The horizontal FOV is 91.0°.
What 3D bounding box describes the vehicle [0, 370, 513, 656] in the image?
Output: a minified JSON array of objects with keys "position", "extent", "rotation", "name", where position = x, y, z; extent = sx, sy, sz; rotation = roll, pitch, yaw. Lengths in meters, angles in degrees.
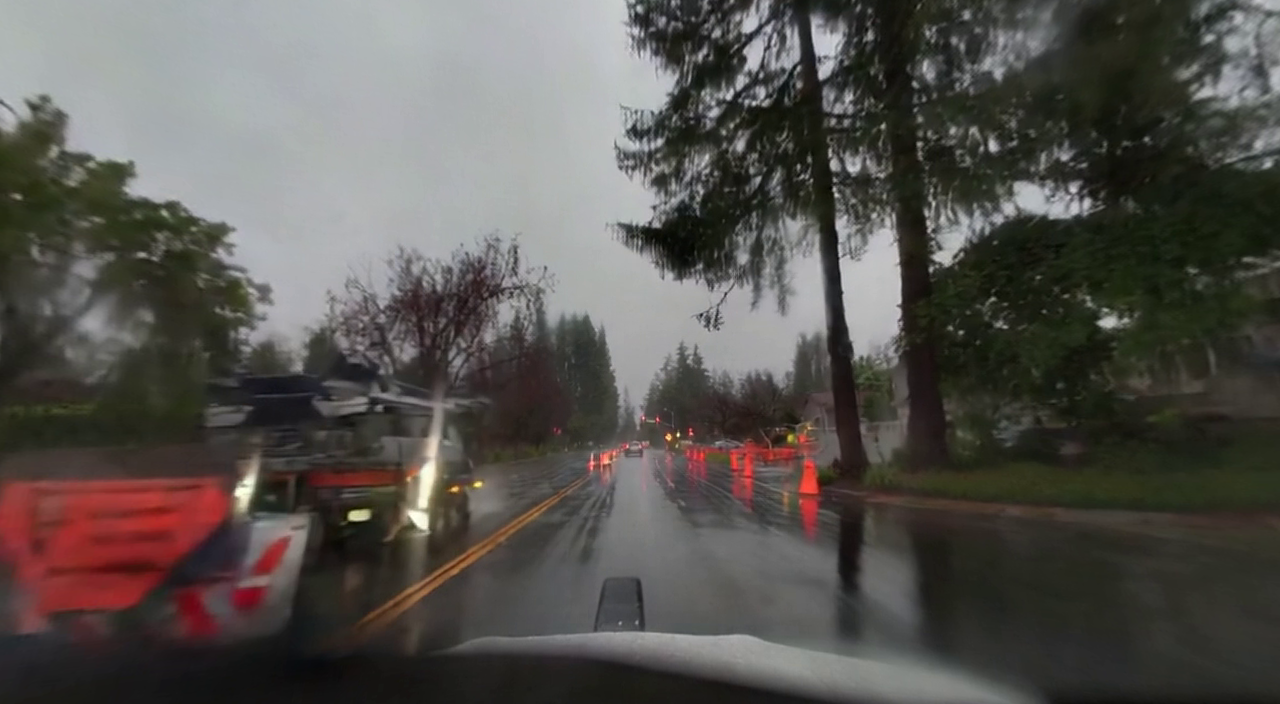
[{"position":[-3.571,1.569,7.606],"extent":[2.742,1.962,6.409],"rotation":[0,-8,0],"name":"vehicle"}]
